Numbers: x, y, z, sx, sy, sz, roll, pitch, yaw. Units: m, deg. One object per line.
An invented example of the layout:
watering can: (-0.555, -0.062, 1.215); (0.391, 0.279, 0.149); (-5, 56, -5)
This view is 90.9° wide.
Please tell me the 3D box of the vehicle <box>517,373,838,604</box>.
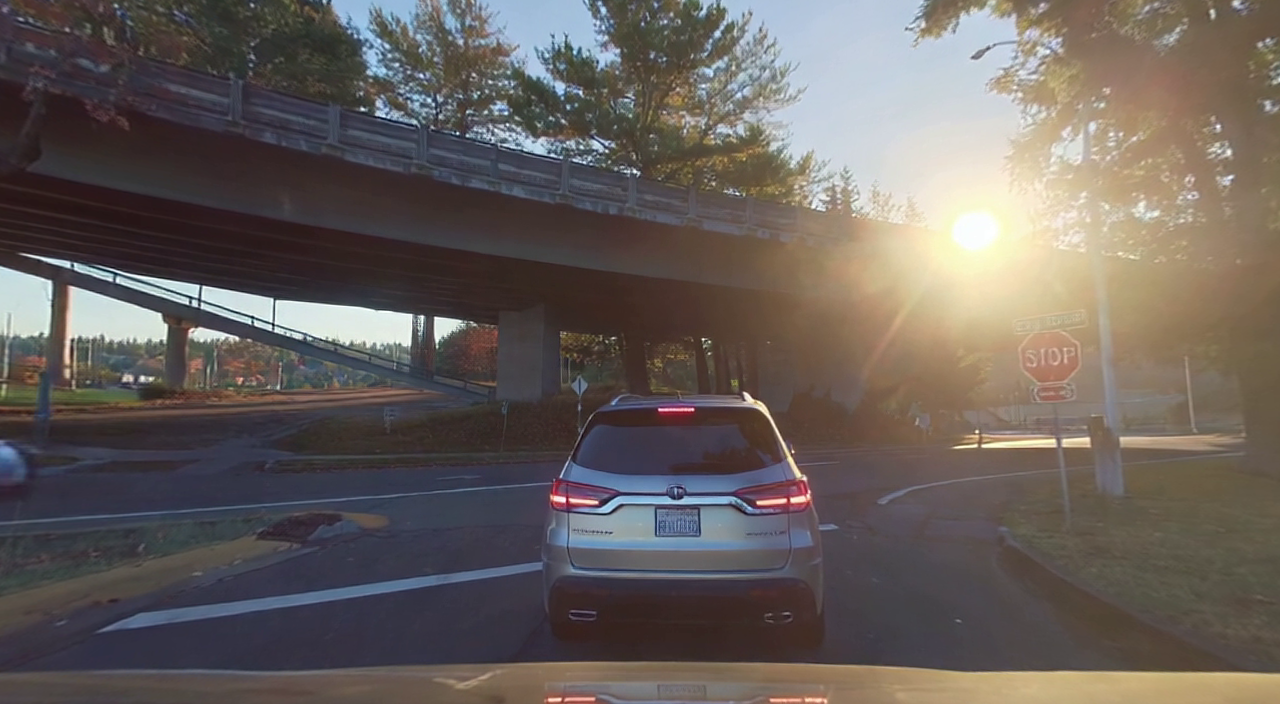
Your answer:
vehicle: (0.314, 1.395, 7.187); (2.494, 1.804, 4.336); (0, -9, 1)
